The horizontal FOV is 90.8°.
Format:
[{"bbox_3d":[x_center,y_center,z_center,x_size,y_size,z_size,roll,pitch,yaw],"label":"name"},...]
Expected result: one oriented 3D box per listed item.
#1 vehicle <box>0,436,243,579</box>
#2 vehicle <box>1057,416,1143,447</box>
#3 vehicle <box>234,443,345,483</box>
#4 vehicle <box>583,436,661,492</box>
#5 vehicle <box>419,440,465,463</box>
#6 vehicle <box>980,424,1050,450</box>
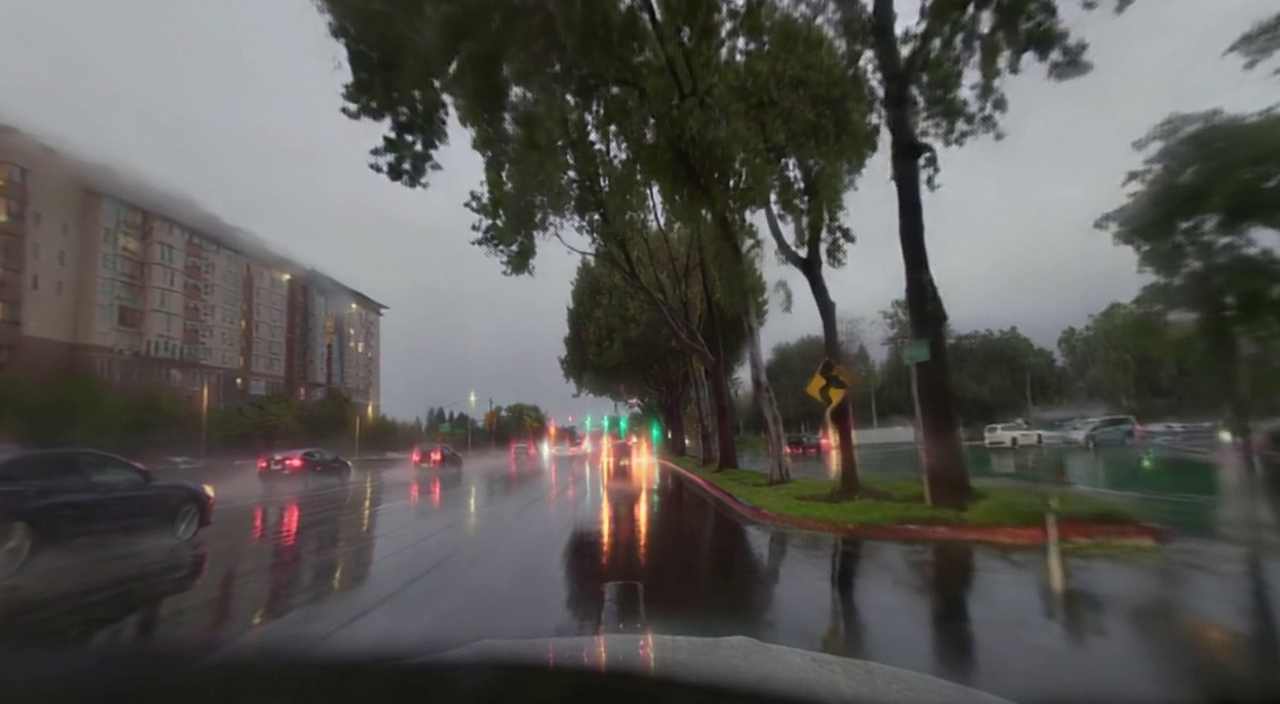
[{"bbox_3d":[-7.507,1.829,8.080,1.906,1.449,4.576,0,-8,-1],"label":"vehicle"},{"bbox_3d":[26.582,4.635,36.564,3.512,1.415,1.722,-5,-9,-3],"label":"vehicle"},{"bbox_3d":[-14.214,4.517,26.012,2.024,1.484,4.592,0,-8,-2],"label":"vehicle"},{"bbox_3d":[-0.524,3.342,19.185,2.099,1.469,4.389,0,-8,-1],"label":"vehicle"},{"bbox_3d":[-15.074,7.608,48.302,2.064,1.686,4.380,0,-8,0],"label":"vehicle"},{"bbox_3d":[24.773,5.643,41.757,3.437,1.408,1.759,-4,-8,-5],"label":"vehicle"}]
